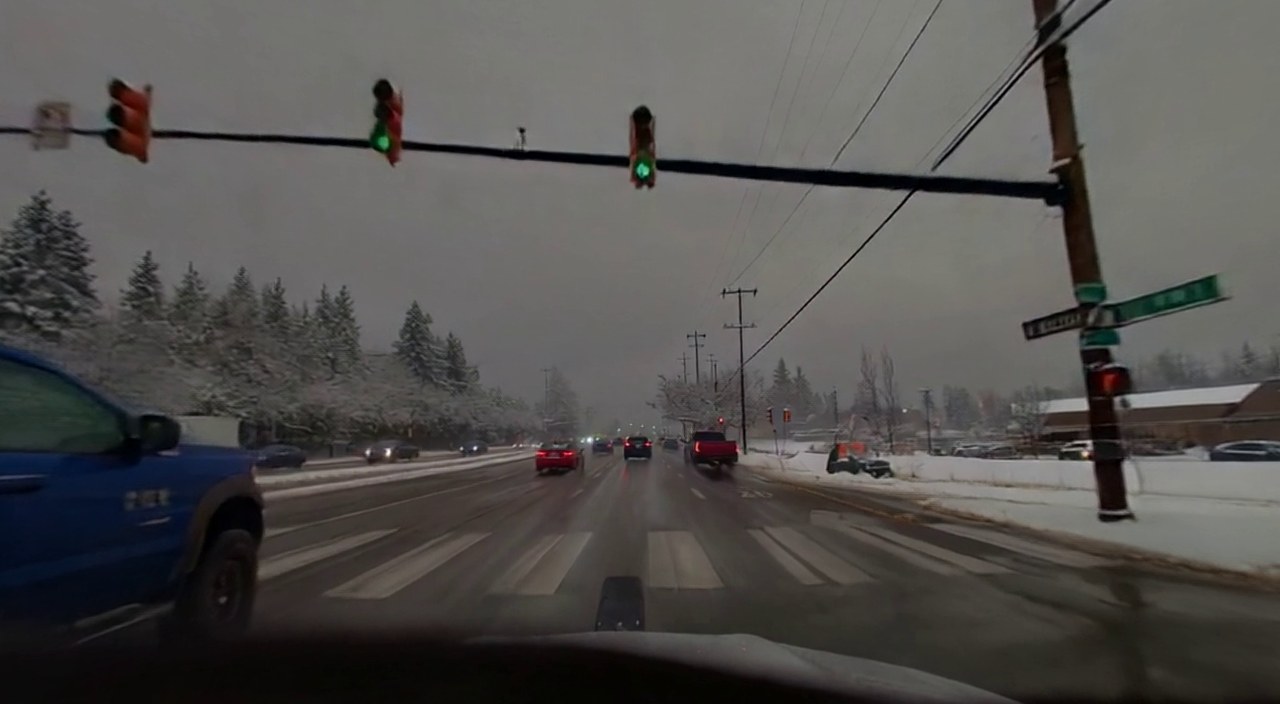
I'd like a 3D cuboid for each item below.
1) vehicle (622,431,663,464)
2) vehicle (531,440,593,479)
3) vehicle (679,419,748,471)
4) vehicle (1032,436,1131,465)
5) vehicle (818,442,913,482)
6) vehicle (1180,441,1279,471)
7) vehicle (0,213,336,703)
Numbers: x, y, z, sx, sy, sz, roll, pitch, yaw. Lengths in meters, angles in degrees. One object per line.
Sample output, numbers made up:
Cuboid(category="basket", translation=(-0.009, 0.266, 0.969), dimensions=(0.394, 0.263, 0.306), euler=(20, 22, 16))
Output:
Cuboid(category="vehicle", translation=(0.156, 6.585, 43.704), dimensions=(2.643, 2.145, 5.585), euler=(0, -8, 0))
Cuboid(category="vehicle", translation=(-3.174, 4.455, 26.552), dimensions=(1.939, 1.494, 4.499), euler=(0, -8, 1))
Cuboid(category="vehicle", translation=(4.004, 5.295, 36.080), dimensions=(2.905, 2.636, 6.895), euler=(-1, -8, -2))
Cuboid(category="vehicle", translation=(27.451, 6.139, 39.430), dimensions=(2.012, 1.701, 4.524), euler=(5, -10, -32))
Cuboid(category="vehicle", translation=(9.805, 4.802, 27.911), dimensions=(2.010, 1.633, 4.246), euler=(2, -9, -11))
Cuboid(category="vehicle", translation=(31.053, 5.283, 32.321), dimensions=(1.868, 1.447, 4.690), euler=(5, -10, -29))
Cuboid(category="vehicle", translation=(-3.709, 0.497, 2.017), dimensions=(2.402, 2.194, 6.051), euler=(0, -8, 0))
